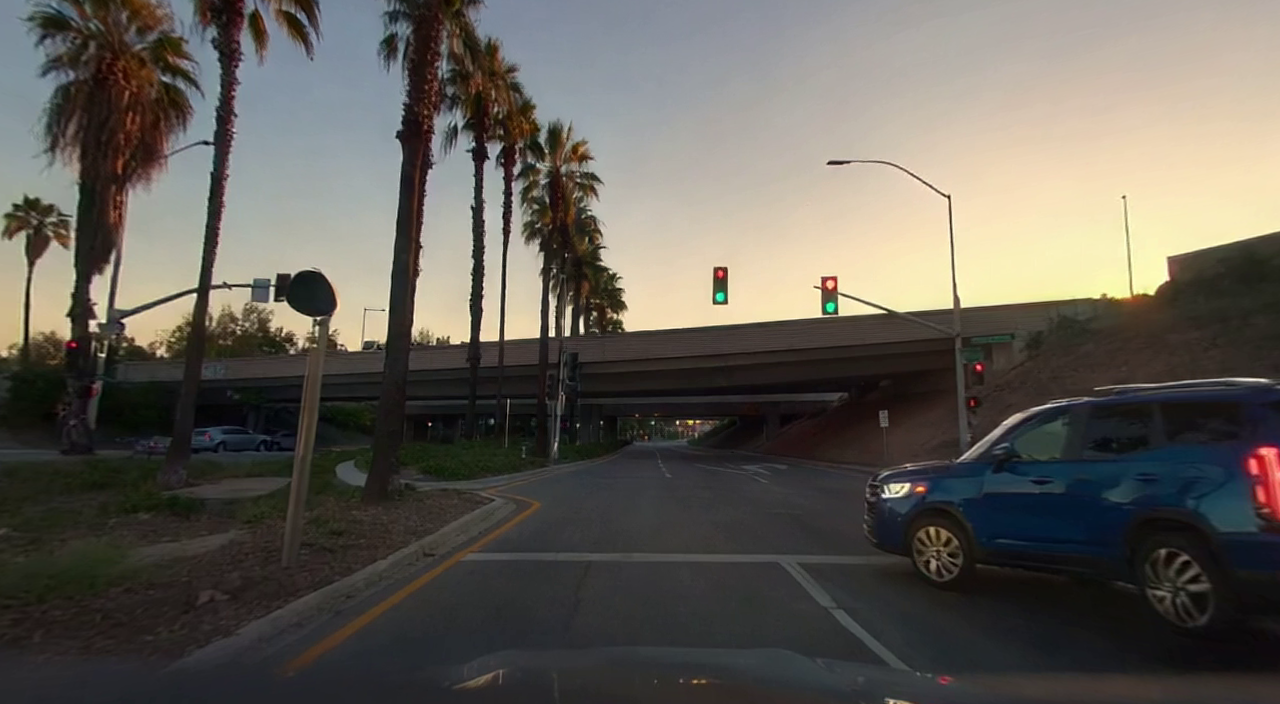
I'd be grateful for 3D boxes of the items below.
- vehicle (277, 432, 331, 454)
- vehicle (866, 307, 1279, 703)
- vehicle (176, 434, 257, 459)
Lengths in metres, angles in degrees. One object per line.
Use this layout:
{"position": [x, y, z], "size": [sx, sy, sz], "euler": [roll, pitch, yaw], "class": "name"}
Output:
{"position": [-26.193, 7.135, 49.199], "size": [1.941, 1.631, 4.017], "euler": [0, -9, 0], "class": "vehicle"}
{"position": [3.452, 1.014, 4.328], "size": [2.028, 1.770, 4.737], "euler": [0, -9, 0], "class": "vehicle"}
{"position": [-26.499, 5.925, 39.582], "size": [1.830, 1.443, 4.551], "euler": [0, -9, 2], "class": "vehicle"}
